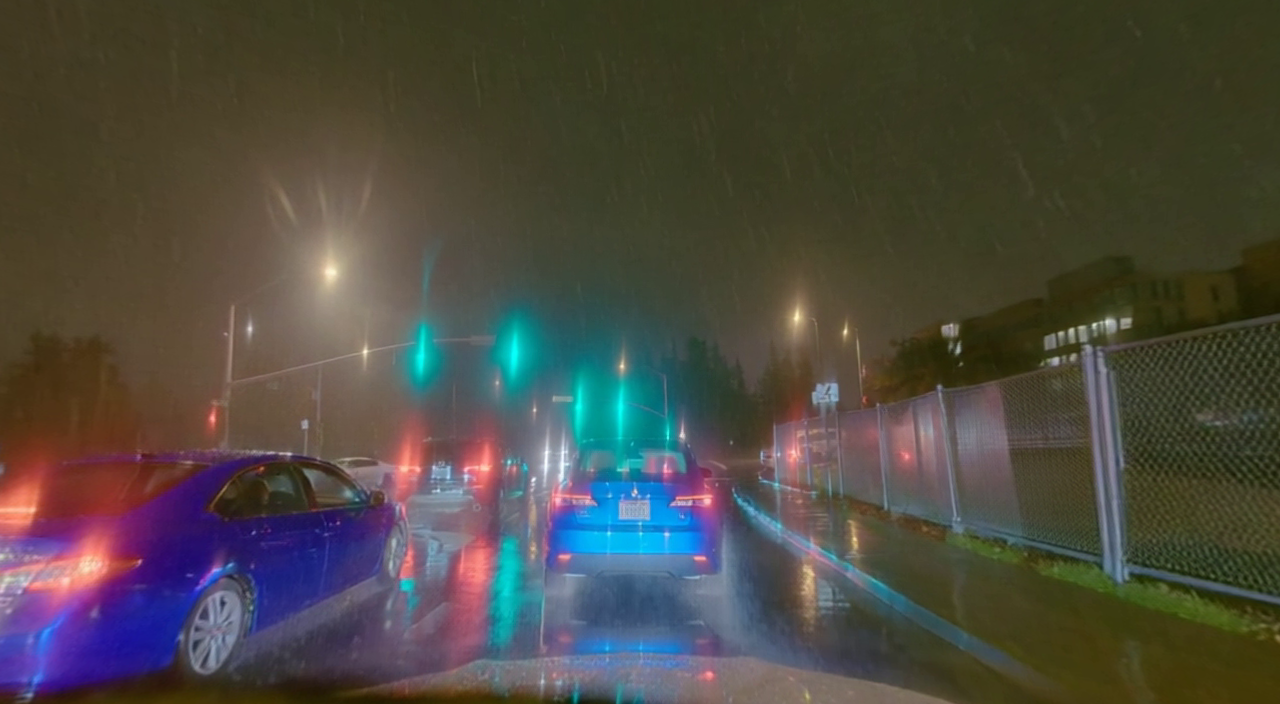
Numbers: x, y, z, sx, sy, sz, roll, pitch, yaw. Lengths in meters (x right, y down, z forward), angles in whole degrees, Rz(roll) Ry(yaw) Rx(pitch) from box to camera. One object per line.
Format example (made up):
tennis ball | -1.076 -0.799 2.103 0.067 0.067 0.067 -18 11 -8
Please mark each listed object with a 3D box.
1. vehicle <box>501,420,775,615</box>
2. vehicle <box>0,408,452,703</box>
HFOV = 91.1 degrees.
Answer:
vehicle | -0.013 1.602 7.014 2.144 1.514 4.063 0 -9 0
vehicle | -3.208 1.322 4.879 1.971 1.488 4.581 0 -9 1
